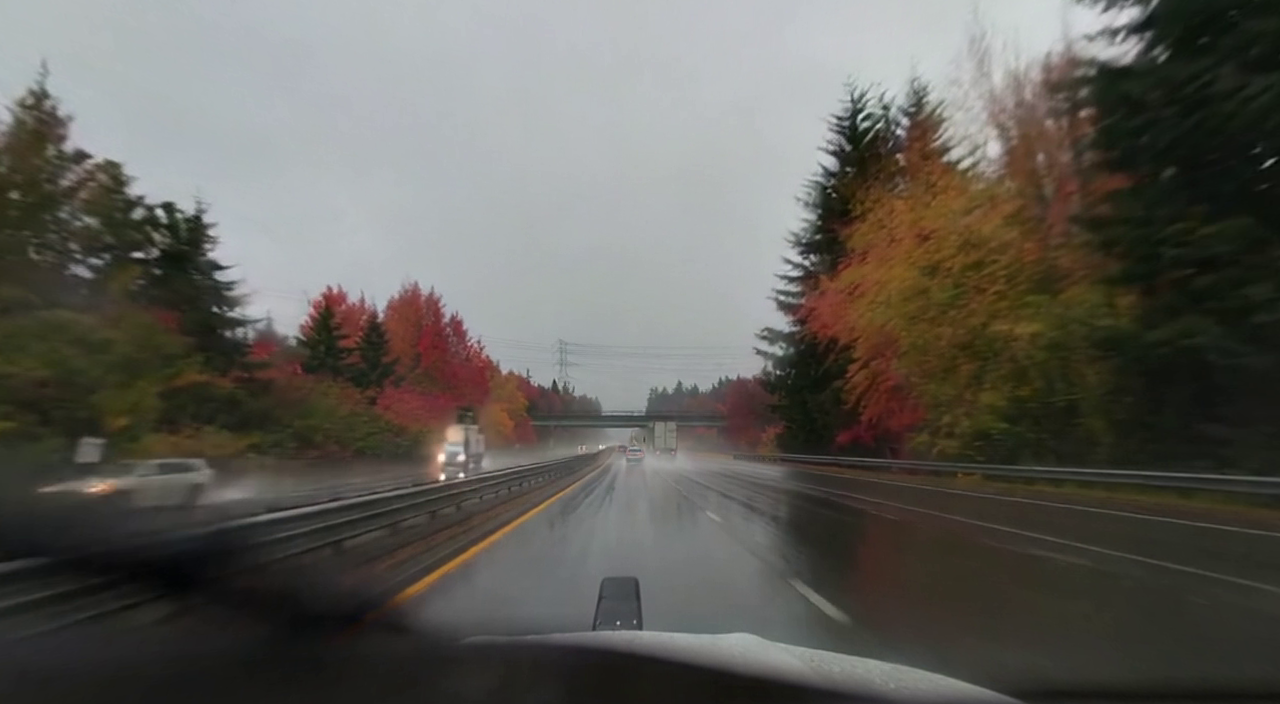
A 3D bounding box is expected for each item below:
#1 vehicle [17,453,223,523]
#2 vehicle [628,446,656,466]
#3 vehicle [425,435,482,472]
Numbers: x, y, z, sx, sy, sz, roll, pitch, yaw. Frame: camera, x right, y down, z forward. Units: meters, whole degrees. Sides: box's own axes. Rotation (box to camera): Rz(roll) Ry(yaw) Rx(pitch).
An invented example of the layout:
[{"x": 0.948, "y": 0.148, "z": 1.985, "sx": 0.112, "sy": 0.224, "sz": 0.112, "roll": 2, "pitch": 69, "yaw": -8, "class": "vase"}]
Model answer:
[{"x": -13.567, "y": 3.529, "z": 16.778, "sx": 1.930, "sy": 1.569, "sz": 4.186, "roll": 0, "pitch": -9, "yaw": 0, "class": "vehicle"}, {"x": 0.098, "y": 7.916, "z": 47.733, "sx": 1.961, "sy": 1.454, "sz": 3.755, "roll": 0, "pitch": -9, "yaw": -3, "class": "vehicle"}, {"x": -14.169, "y": 7.785, "z": 48.121, "sx": 2.377, "sy": 2.618, "sz": 6.692, "roll": 0, "pitch": -9, "yaw": -1, "class": "vehicle"}]
